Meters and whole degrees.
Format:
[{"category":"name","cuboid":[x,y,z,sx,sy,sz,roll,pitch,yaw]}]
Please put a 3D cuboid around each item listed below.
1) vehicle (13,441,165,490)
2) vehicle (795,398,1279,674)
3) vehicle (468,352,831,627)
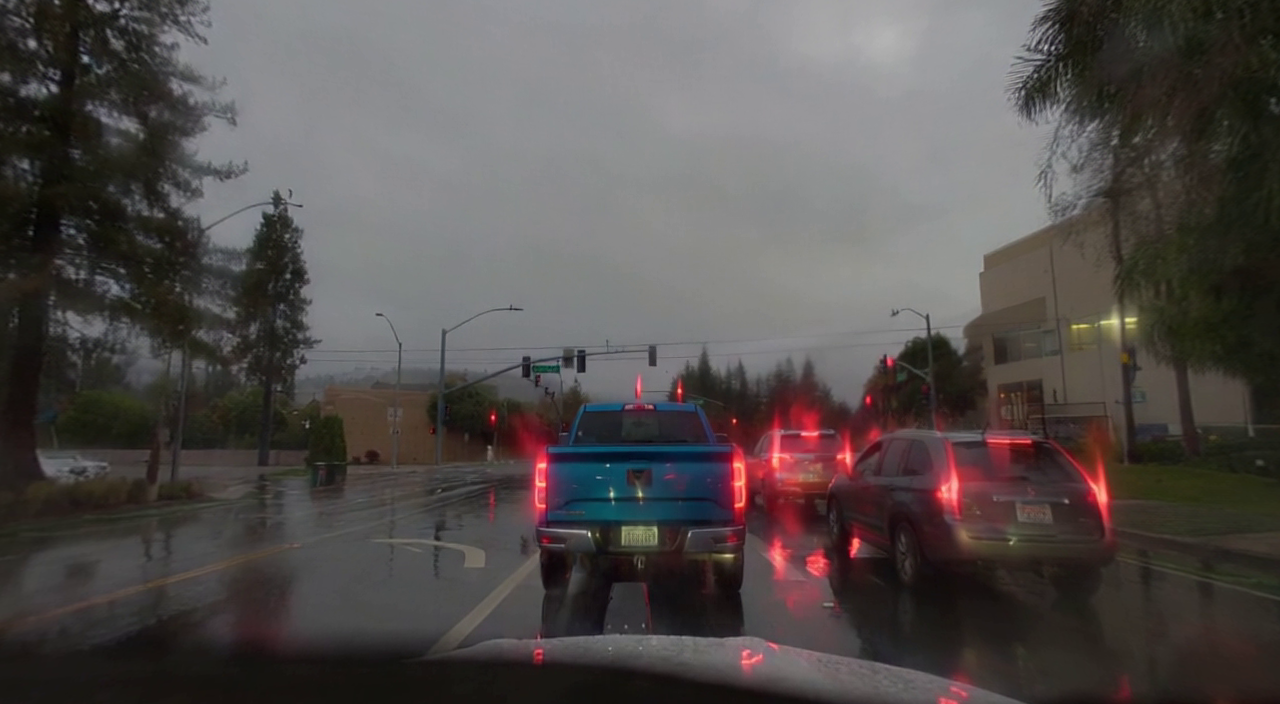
[{"category":"vehicle","cuboid":[-21.745,4.459,25.197,2.062,1.764,4.508,0,-8,-2]},{"category":"vehicle","cuboid":[3.331,1.500,6.485,2.155,1.667,5.162,0,-8,0]},{"category":"vehicle","cuboid":[0.094,1.394,7.408,2.636,2.011,5.425,0,-8,1]}]
